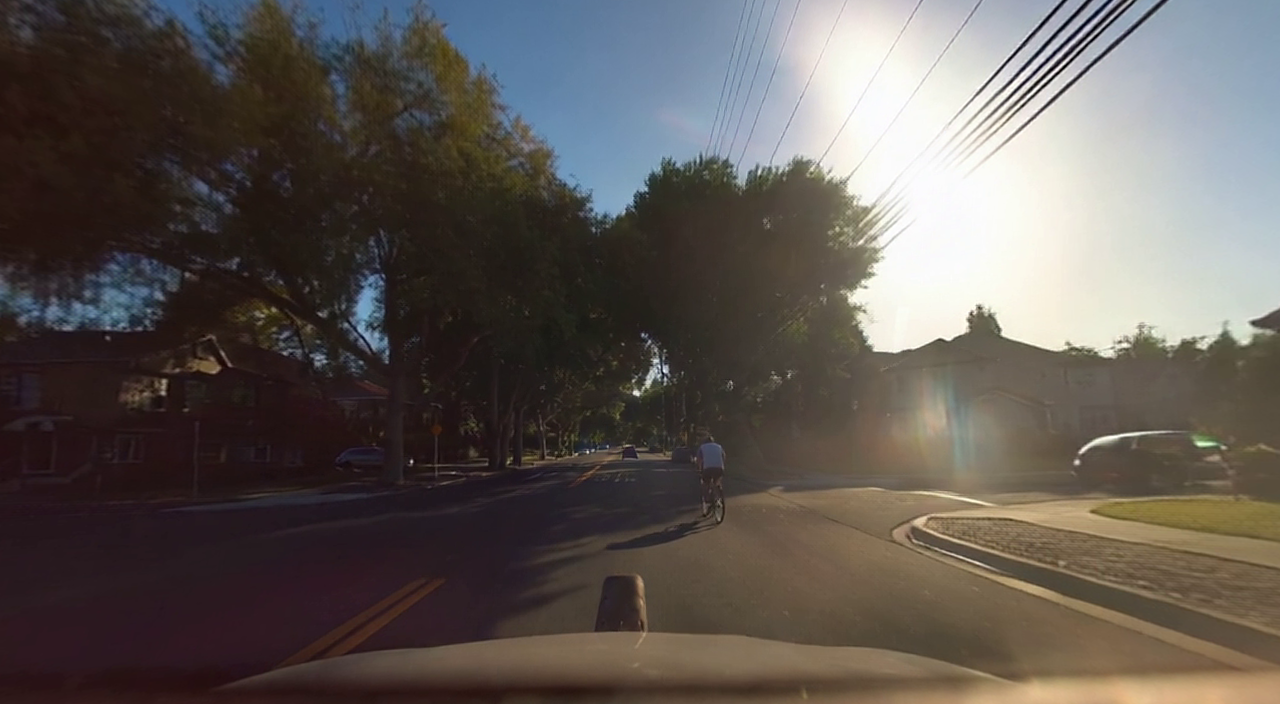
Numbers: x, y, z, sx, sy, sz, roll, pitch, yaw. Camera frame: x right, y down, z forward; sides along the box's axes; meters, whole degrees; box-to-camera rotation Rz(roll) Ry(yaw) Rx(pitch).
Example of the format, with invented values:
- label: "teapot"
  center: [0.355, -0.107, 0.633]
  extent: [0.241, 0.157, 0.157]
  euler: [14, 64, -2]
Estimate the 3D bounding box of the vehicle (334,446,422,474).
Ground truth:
- label: "vehicle"
  center: [-14.657, 6.034, 35.500]
  extent: [4.143, 1.480, 1.755]
  euler: [0, -8, -2]
